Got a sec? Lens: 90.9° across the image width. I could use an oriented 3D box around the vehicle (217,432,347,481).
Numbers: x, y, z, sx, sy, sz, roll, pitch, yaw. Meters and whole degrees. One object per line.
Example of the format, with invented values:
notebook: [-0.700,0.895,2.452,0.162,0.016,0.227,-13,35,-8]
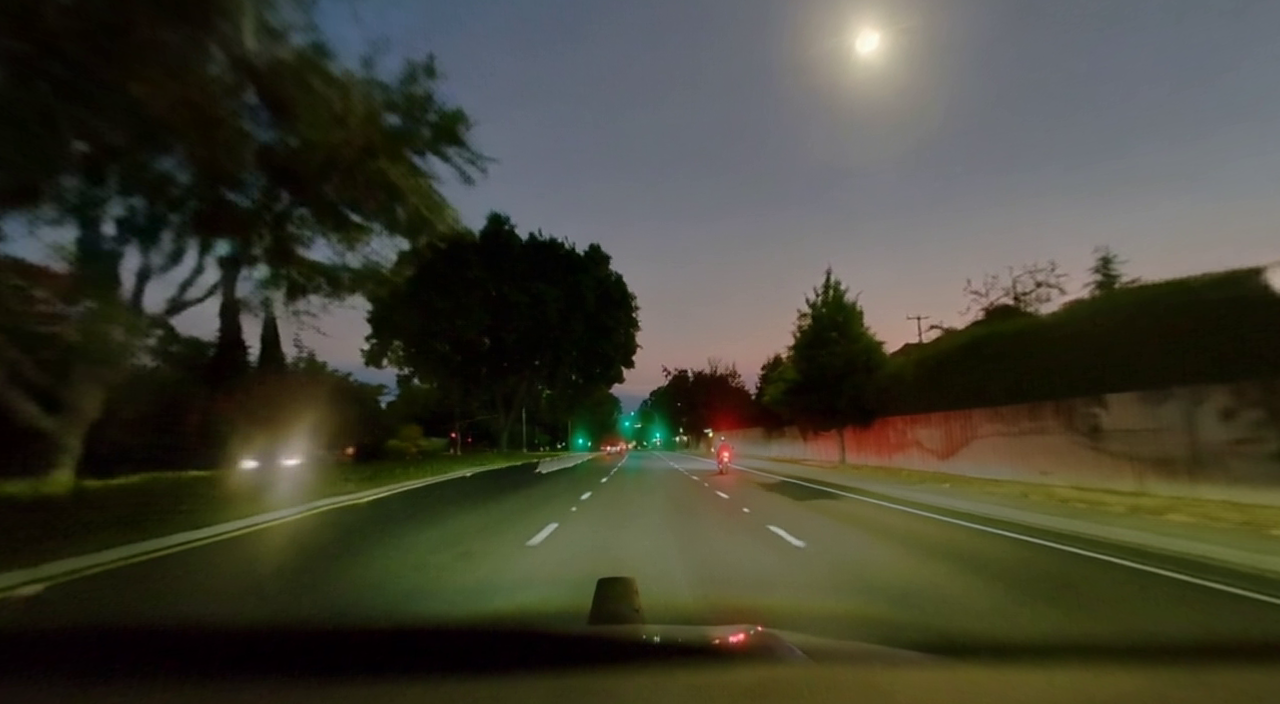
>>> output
vehicle: [-13.639,3.997,24.492,2.000,1.662,5.340,-1,-8,-1]
